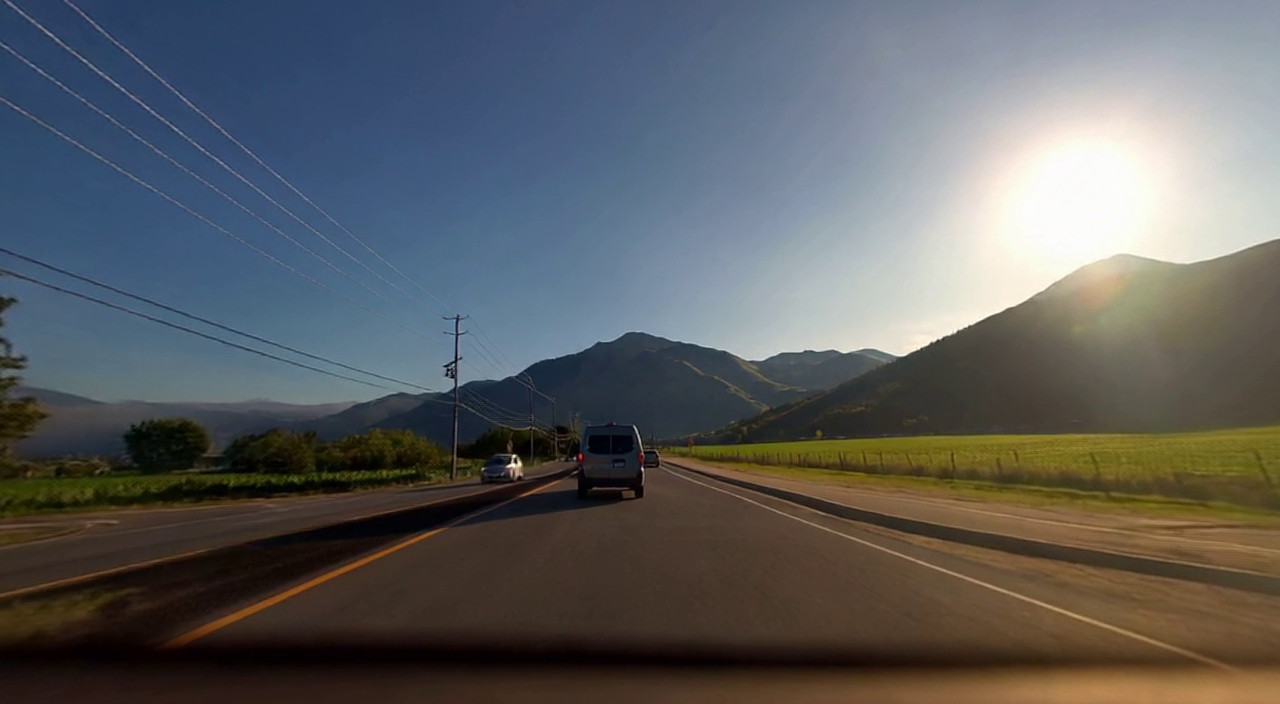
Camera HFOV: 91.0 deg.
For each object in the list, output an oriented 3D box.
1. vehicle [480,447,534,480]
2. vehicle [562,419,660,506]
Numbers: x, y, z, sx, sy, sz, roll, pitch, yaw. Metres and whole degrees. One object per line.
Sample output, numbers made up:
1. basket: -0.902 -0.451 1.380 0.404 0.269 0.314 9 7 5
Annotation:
1. vehicle: -8.521 7.170 40.852 2.089 1.946 4.979 -1 -8 4
2. vehicle: -0.796 3.103 18.066 2.454 2.144 4.535 0 -8 -2
